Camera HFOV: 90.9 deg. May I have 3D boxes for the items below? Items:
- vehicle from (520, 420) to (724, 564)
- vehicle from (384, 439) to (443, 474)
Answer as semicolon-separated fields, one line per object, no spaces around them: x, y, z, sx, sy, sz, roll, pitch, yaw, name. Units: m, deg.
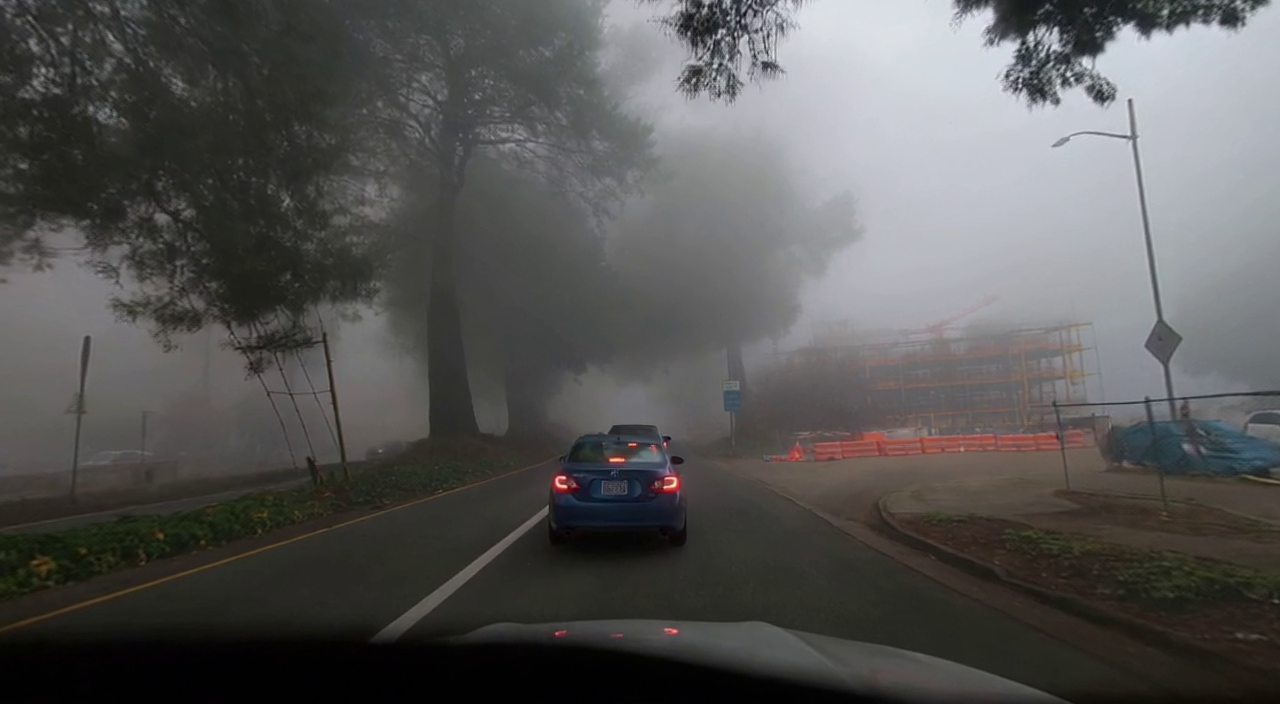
-0.192;1.756;8.660;2.112;1.482;4.076;0;-8;0;vehicle
-10.304;4.673;28.455;2.072;1.465;4.394;4;-9;-24;vehicle
